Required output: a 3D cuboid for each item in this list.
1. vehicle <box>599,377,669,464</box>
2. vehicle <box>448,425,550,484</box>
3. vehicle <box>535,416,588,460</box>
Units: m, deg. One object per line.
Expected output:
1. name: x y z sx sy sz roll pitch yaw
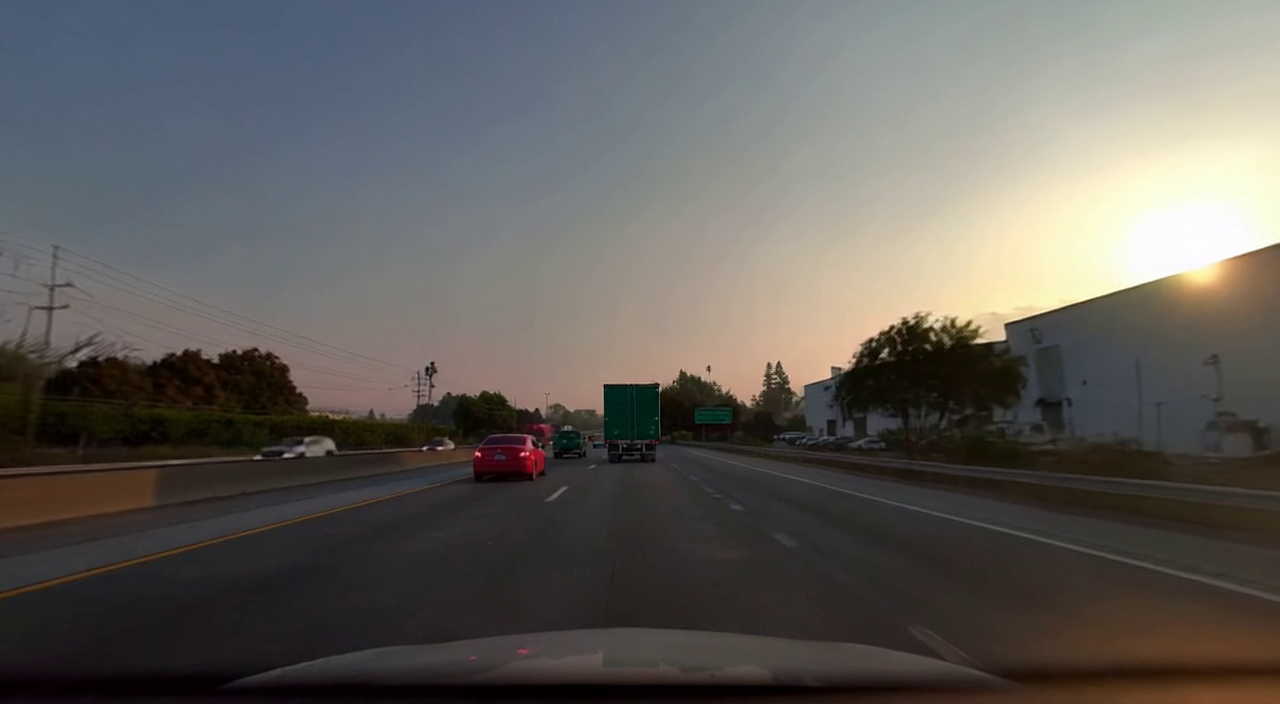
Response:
1. vehicle: -0.389 3.899 34.659 3.259 4.066 9.891 0 -8 -1
2. vehicle: -4.266 3.187 20.027 2.005 1.602 5.131 0 -8 1
3. vehicle: -5.191 5.807 42.749 2.717 2.714 6.997 0 -8 -1
